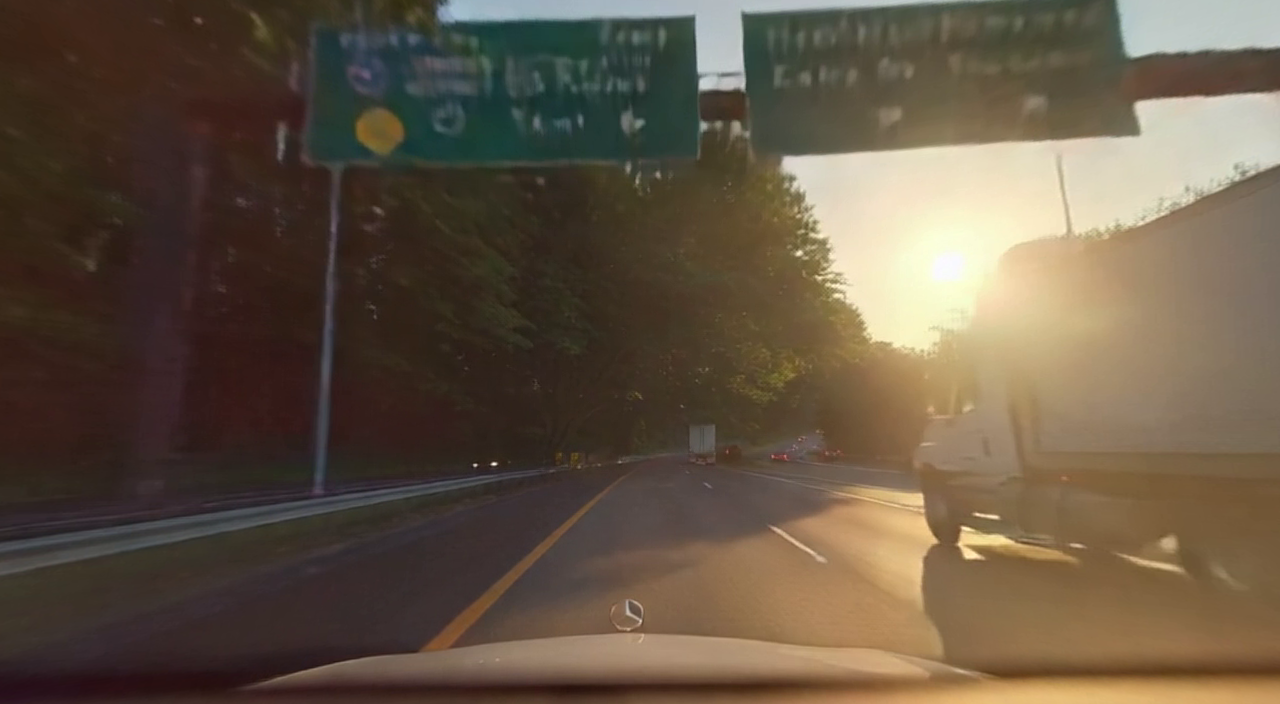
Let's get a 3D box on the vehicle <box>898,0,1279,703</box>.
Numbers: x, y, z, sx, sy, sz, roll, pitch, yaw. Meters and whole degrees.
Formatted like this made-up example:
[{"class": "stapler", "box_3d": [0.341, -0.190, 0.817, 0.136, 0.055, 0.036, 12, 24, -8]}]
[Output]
[{"class": "vehicle", "box_3d": [4.522, -0.023, 3.984, 3.024, 3.913, 6.159, 0, -9, 0]}]
